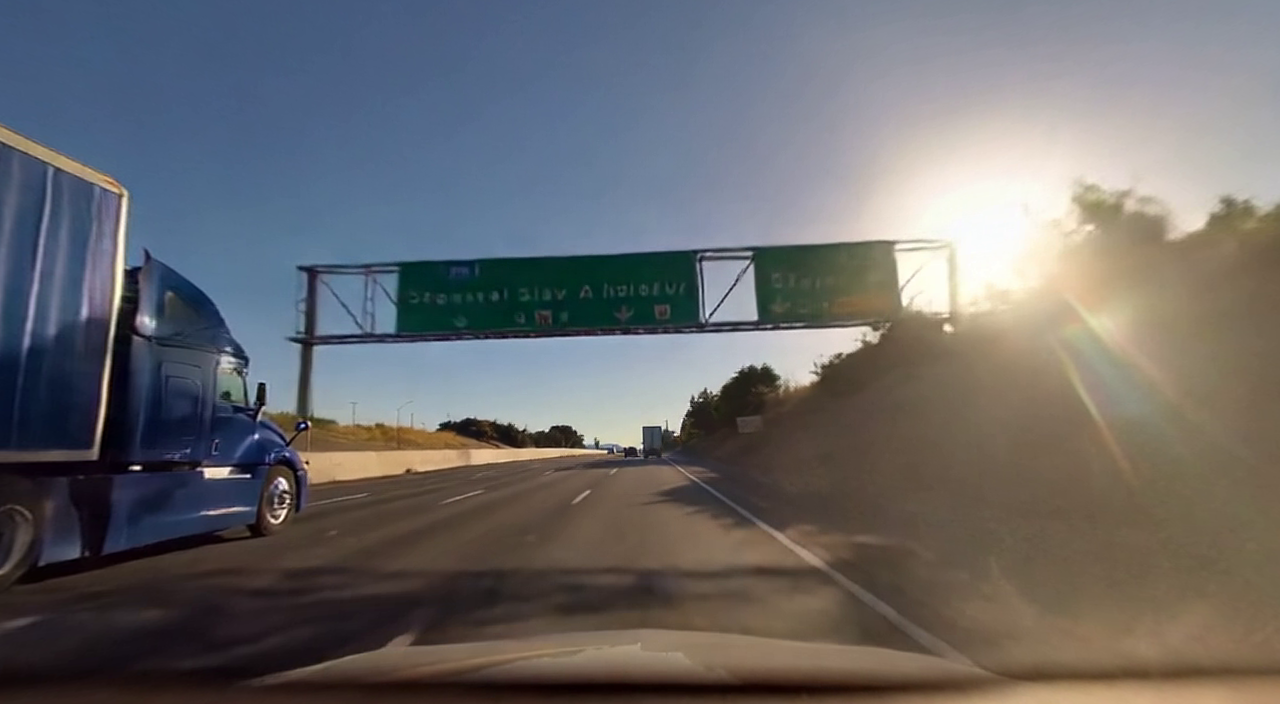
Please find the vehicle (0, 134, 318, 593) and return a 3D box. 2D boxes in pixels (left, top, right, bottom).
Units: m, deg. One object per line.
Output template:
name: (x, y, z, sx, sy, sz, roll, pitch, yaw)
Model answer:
vehicle: (-7.046, 0.178, 6.035, 2.996, 3.947, 8.600, 0, -9, 2)
